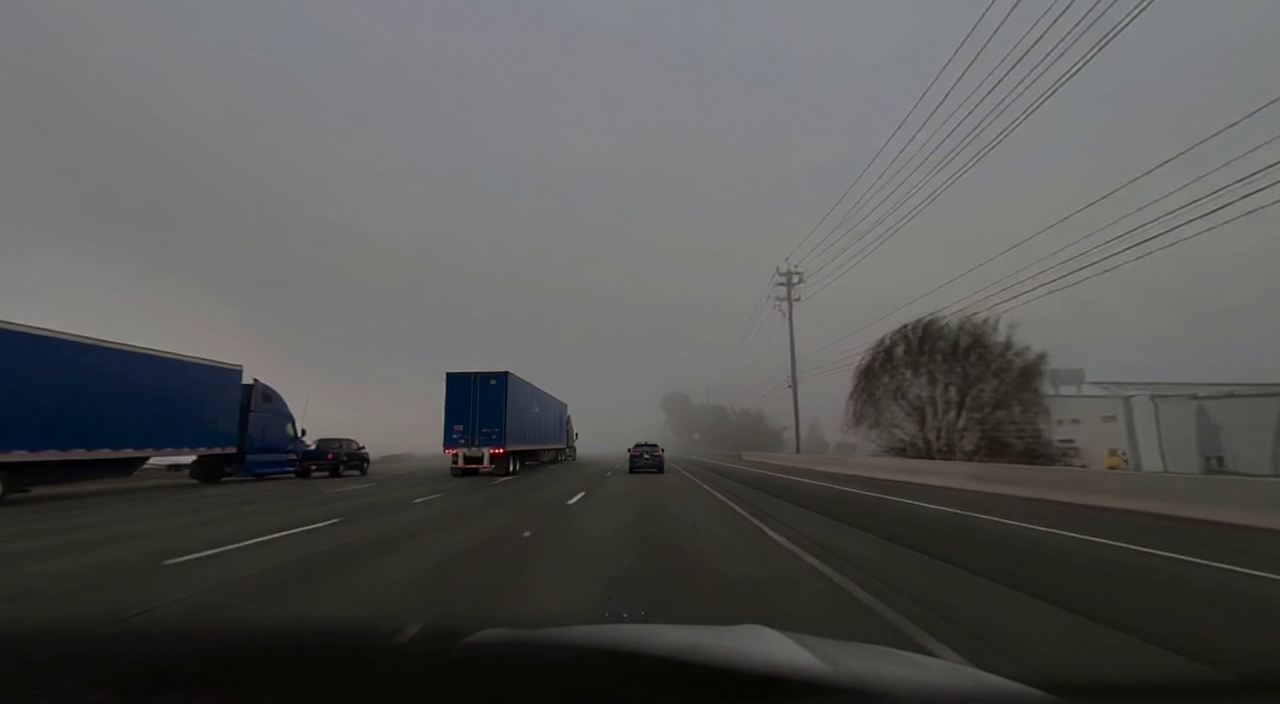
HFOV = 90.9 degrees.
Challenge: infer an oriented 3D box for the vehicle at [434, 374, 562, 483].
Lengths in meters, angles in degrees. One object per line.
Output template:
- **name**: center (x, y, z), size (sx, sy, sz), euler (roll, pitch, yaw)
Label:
- **vehicle**: center (-6.309, 4.012, 31.553), size (2.907, 4.081, 15.311), euler (0, -8, 0)

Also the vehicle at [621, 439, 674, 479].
- **vehicle**: center (0.293, 4.471, 26.579), size (2.055, 1.514, 4.323), euler (0, -8, 0)

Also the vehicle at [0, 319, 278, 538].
- **vehicle**: center (-10.701, 1.405, 11.080), size (2.896, 3.140, 9.491), euler (0, -8, 1)

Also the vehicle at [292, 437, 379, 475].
- **vehicle**: center (-14.667, 5.017, 30.727), size (1.938, 1.679, 4.469), euler (0, -8, 1)
